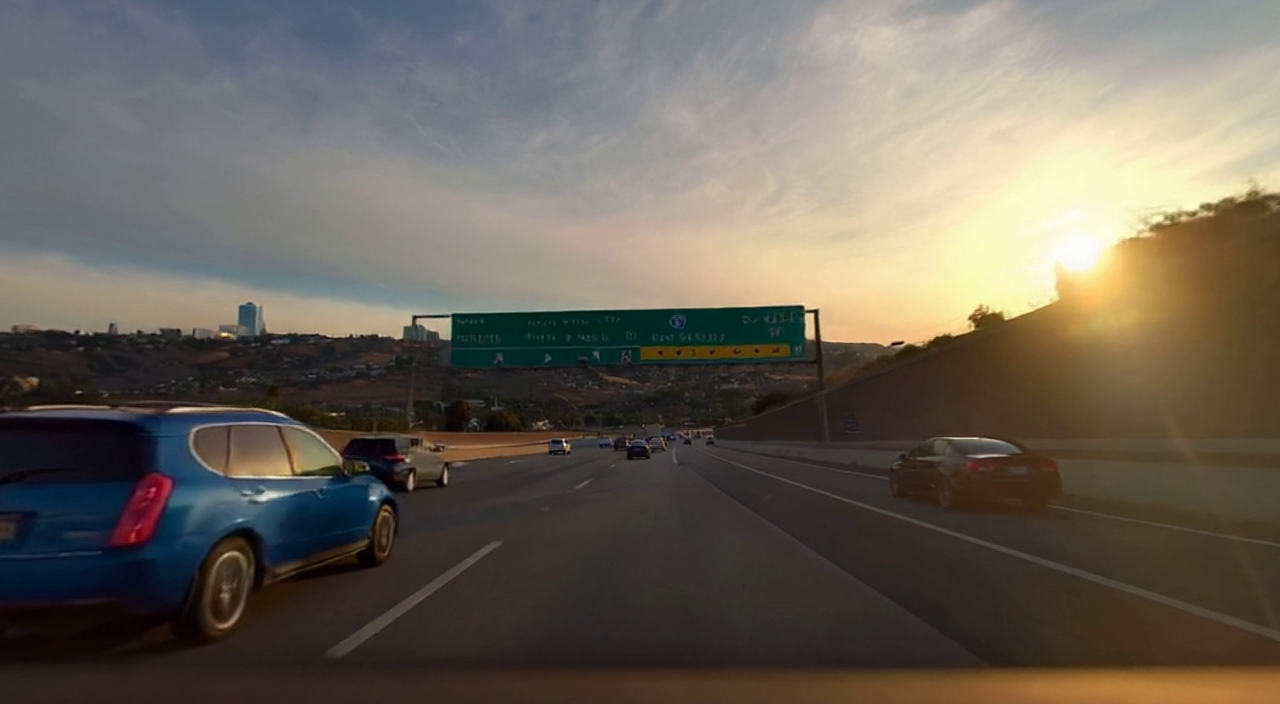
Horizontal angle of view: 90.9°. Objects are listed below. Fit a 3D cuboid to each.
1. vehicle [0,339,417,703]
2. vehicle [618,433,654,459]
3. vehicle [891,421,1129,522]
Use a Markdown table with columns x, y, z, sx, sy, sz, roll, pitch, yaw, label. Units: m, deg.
| x | y | z | sx | sy | sz | roll | pitch | yaw | label |
| --- | --- | --- | --- | --- | --- | --- | --- | --- | --- |
| -3.973 | 1.167 | 5.282 | 2.210 | 1.730 | 5.133 | -1 | -8 | 1 | vehicle |
| -0.232 | 7.197 | 48.393 | 2.172 | 1.824 | 5.031 | -1 | -8 | 6 | vehicle |
| 7.037 | 2.312 | 12.739 | 2.122 | 1.646 | 4.491 | 0 | -8 | 1 | vehicle |
